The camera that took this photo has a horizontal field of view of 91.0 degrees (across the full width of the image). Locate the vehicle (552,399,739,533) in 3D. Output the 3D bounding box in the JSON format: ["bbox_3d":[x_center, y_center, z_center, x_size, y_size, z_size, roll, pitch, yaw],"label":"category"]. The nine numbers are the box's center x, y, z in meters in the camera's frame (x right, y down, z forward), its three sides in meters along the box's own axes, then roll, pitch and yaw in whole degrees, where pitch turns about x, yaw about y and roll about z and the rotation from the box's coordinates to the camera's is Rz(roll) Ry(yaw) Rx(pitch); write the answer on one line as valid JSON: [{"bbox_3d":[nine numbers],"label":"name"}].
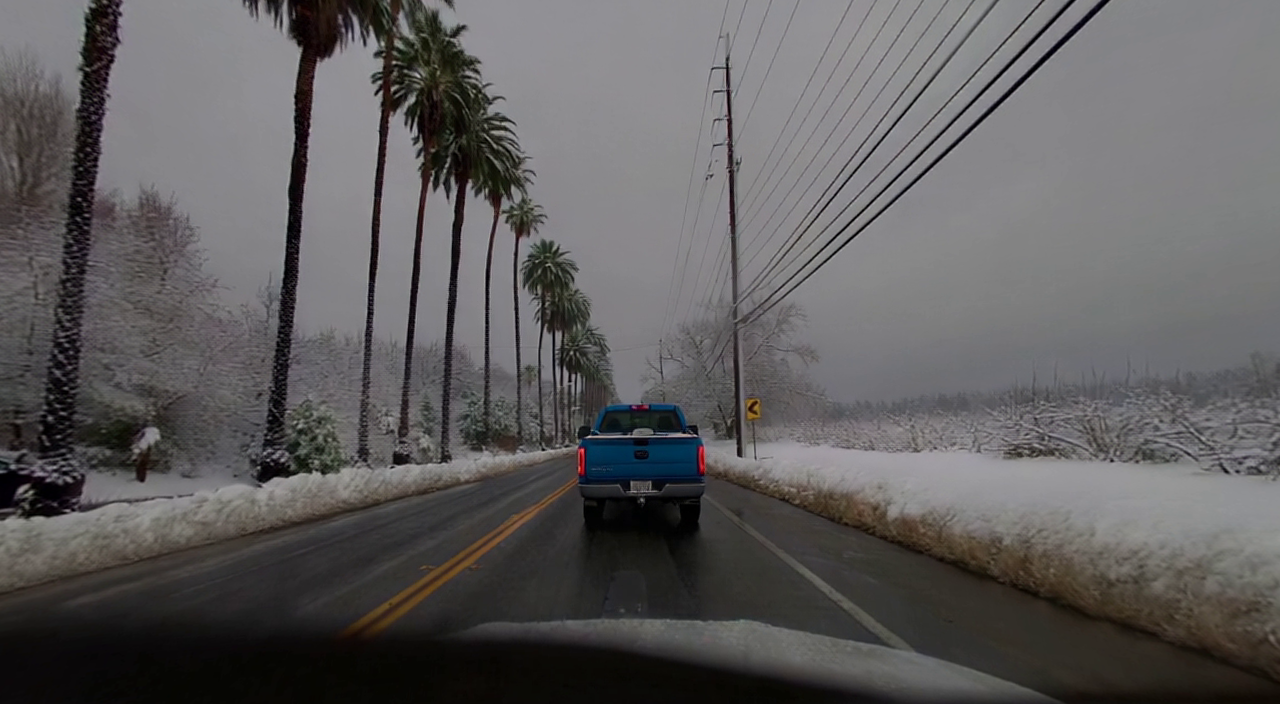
[{"bbox_3d":[0.044,2.154,12.494,2.803,2.005,5.885,0,-8,-1],"label":"vehicle"}]
